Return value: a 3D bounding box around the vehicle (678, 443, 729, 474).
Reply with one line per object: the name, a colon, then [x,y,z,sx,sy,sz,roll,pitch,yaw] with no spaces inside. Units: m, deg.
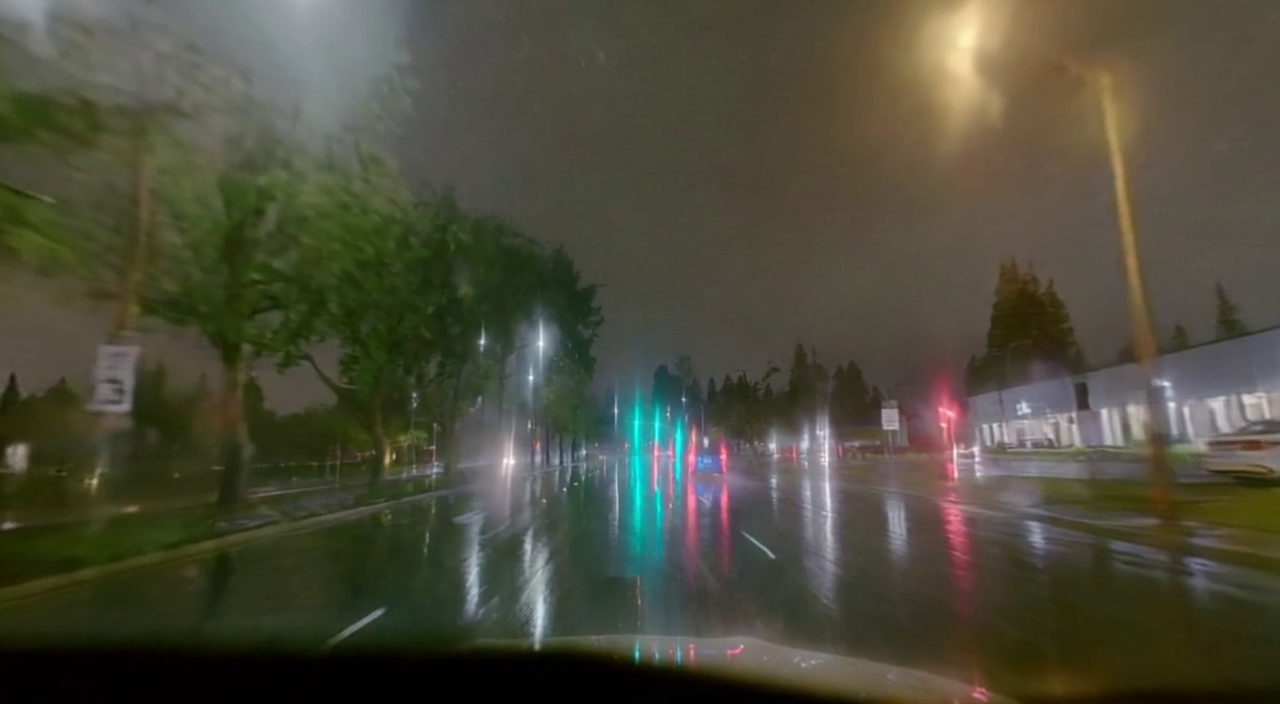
vehicle: [3.196,5.462,32.678,2.033,1.482,4.571,0,-8,-2]
